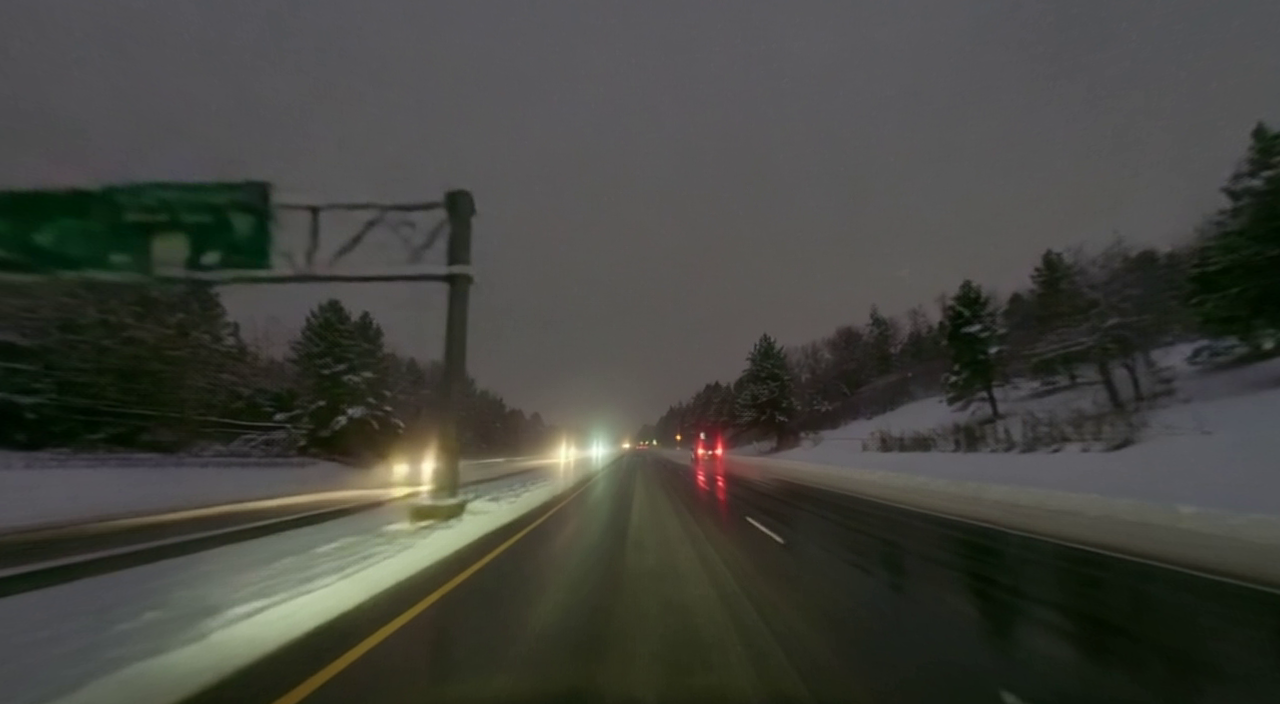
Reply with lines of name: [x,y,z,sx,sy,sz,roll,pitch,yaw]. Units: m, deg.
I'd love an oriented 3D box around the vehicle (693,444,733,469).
vehicle: [4.380,6.377,38.495,1.923,1.408,3.835,0,-9,-1]
